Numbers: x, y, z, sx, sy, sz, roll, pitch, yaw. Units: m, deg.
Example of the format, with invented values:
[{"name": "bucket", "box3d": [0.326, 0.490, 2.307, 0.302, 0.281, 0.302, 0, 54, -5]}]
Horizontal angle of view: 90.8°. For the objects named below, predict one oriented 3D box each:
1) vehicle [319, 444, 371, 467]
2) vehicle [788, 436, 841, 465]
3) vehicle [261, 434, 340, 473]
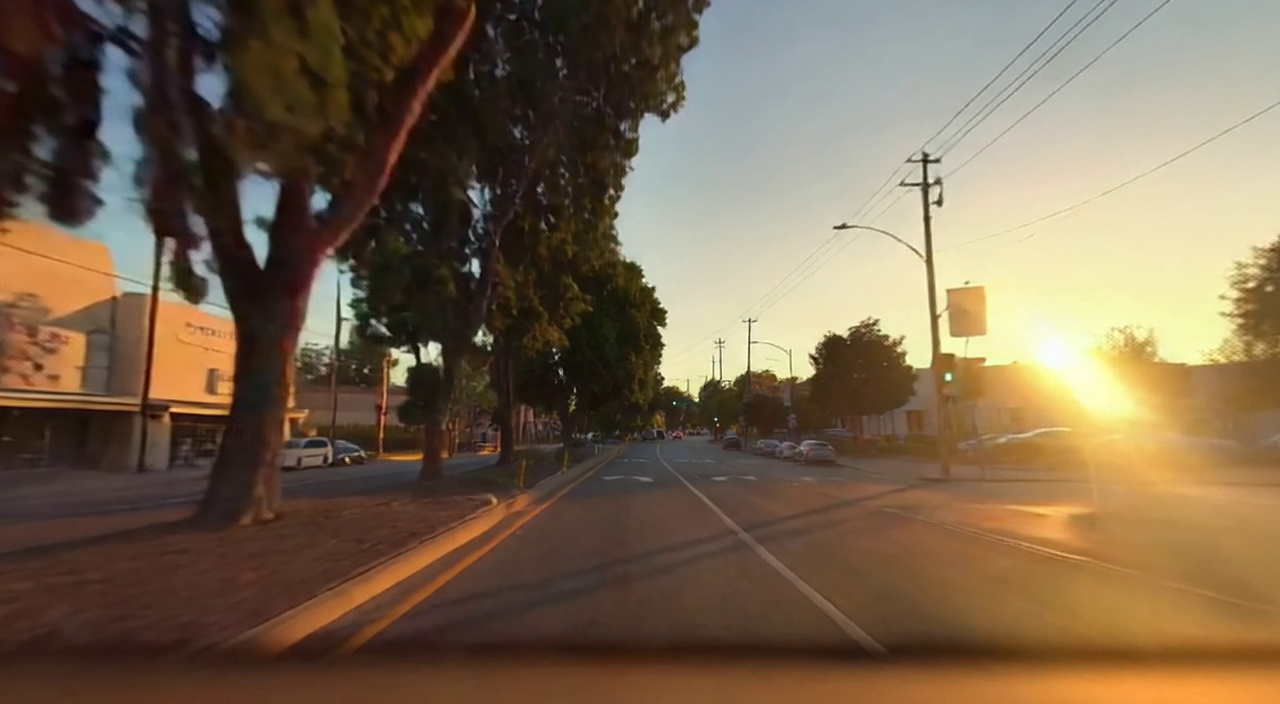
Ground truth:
[{"name": "vehicle", "box3d": [-19.410, 6.825, 41.722, 1.664, 1.443, 3.701, 0, -8, 0]}, {"name": "vehicle", "box3d": [10.133, 5.738, 36.954, 1.901, 1.586, 3.903, 0, -8, 0]}, {"name": "vehicle", "box3d": [-19.422, 5.838, 36.390, 1.954, 2.000, 4.687, -2, -9, 0]}]
